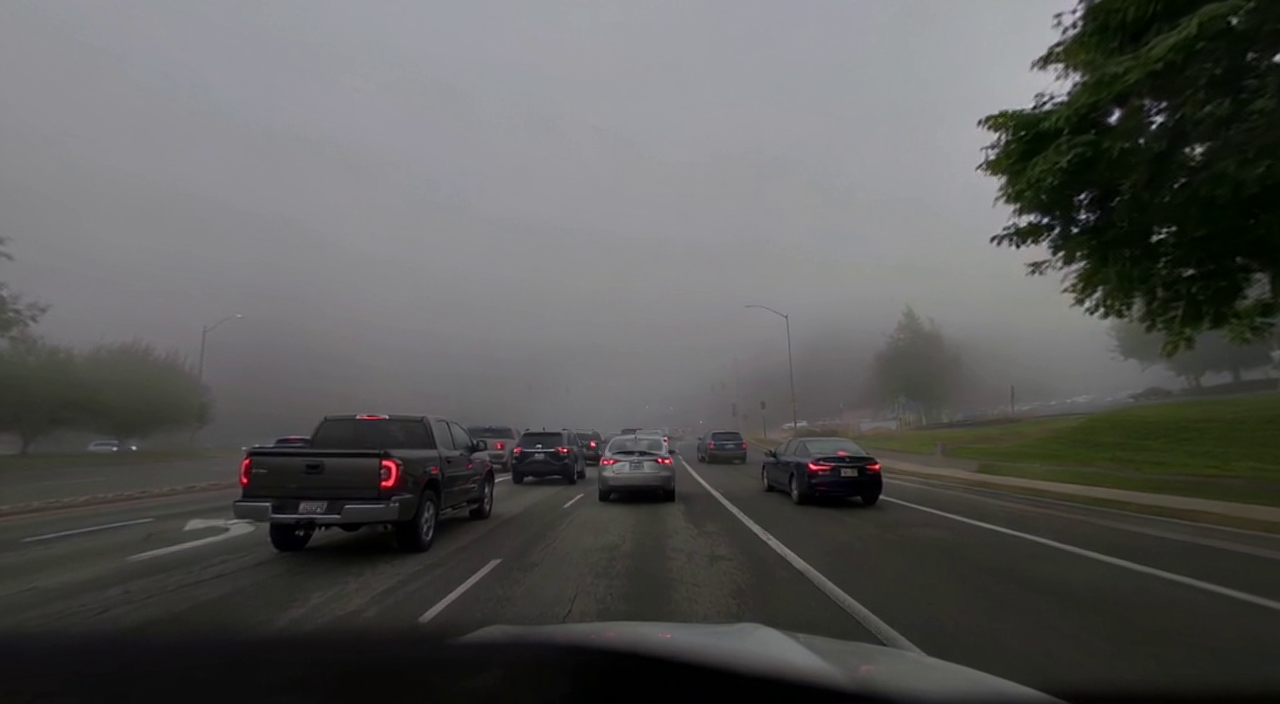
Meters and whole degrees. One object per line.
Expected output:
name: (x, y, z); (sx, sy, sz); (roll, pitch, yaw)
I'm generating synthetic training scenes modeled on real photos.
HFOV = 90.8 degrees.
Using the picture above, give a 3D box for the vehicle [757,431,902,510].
vehicle: (3.945, 2.518, 13.962); (1.884, 1.463, 4.195); (0, -8, 0)

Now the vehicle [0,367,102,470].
vehicle: (-27.990, 2.339, 23.194); (3.181, 4.189, 14.107); (-1, -8, 4)

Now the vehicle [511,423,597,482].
vehicle: (-2.854, 3.484, 22.082); (2.218, 1.829, 4.492); (-1, -8, 2)

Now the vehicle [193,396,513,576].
vehicle: (-3.349, 1.693, 8.903); (2.111, 1.745, 5.274); (0, -8, -1)

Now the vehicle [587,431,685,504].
vehicle: (-0.063, 2.700, 15.217); (2.030, 1.477, 4.330); (0, -8, 1)

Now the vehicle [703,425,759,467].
vehicle: (4.347, 4.580, 30.877); (2.099, 1.845, 4.363); (0, -8, 0)

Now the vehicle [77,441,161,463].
vehicle: (-37.323, 7.138, 45.304); (4.384, 1.462, 1.854); (-1, -8, -1)
